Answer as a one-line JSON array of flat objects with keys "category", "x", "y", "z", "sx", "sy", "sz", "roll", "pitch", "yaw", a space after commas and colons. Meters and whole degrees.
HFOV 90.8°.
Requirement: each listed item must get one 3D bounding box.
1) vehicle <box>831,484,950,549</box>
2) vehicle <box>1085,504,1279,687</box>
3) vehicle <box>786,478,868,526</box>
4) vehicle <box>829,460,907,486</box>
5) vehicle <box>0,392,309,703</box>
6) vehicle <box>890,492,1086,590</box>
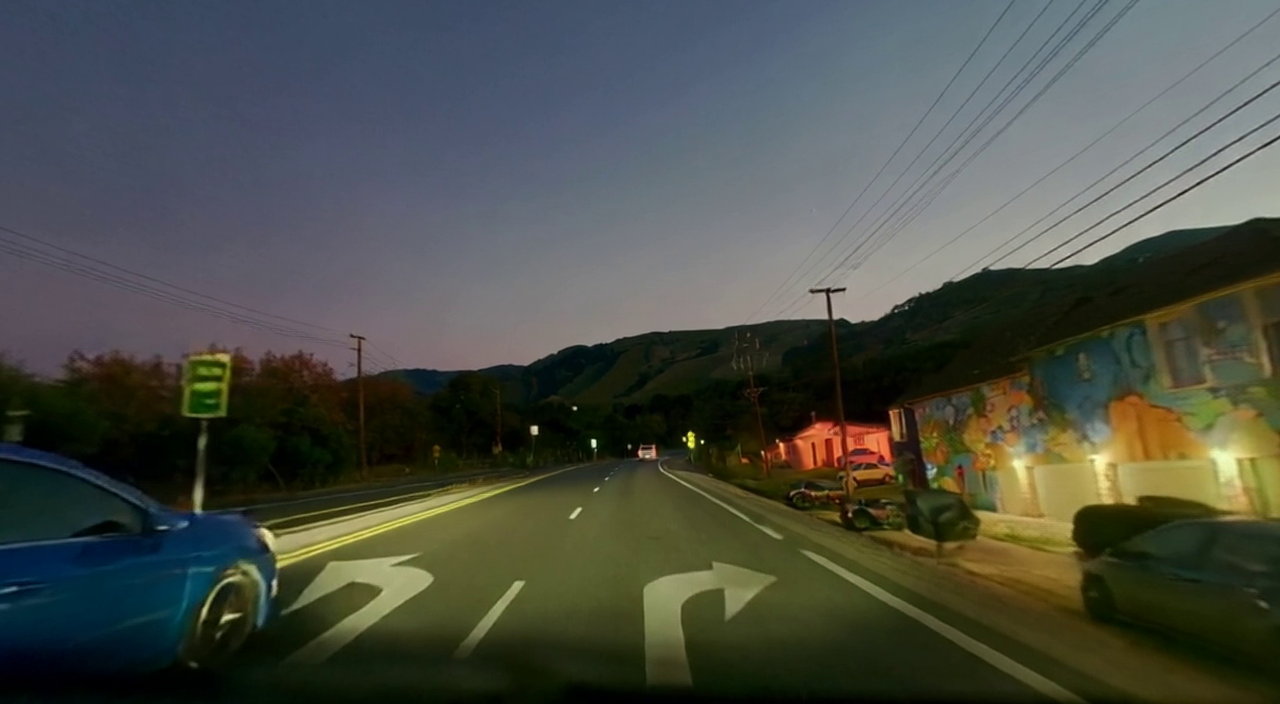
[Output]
[{"category": "vehicle", "x": 7.255, "y": 4.790, "z": 18.785, "sx": 1.896, "sy": 1.451, "sz": 4.070, "roll": 0, "pitch": -9, "yaw": 1}, {"category": "vehicle", "x": 6.925, "y": 2.462, "z": 6.344, "sx": 1.838, "sy": 1.475, "sz": 4.152, "roll": 0, "pitch": -9, "yaw": -1}, {"category": "vehicle", "x": 7.067, "y": 5.721, "z": 24.394, "sx": 1.791, "sy": 1.445, "sz": 4.412, "roll": 0, "pitch": -9, "yaw": 0}, {"category": "vehicle", "x": 16.768, "y": 8.932, "z": 46.719, "sx": 4.995, "sy": 1.794, "sz": 2.020, "roll": 0, "pitch": -9, "yaw": 3}, {"category": "vehicle", "x": -2.894, "y": 0.814, "z": 1.471, "sx": 1.972, "sy": 1.496, "sz": 4.150, "roll": 0, "pitch": -9, "yaw": 0}, {"category": "vehicle", "x": 7.135, "y": 3.892, "z": 13.545, "sx": 1.849, "sy": 1.439, "sz": 4.143, "roll": 0, "pitch": -9, "yaw": 0}]
